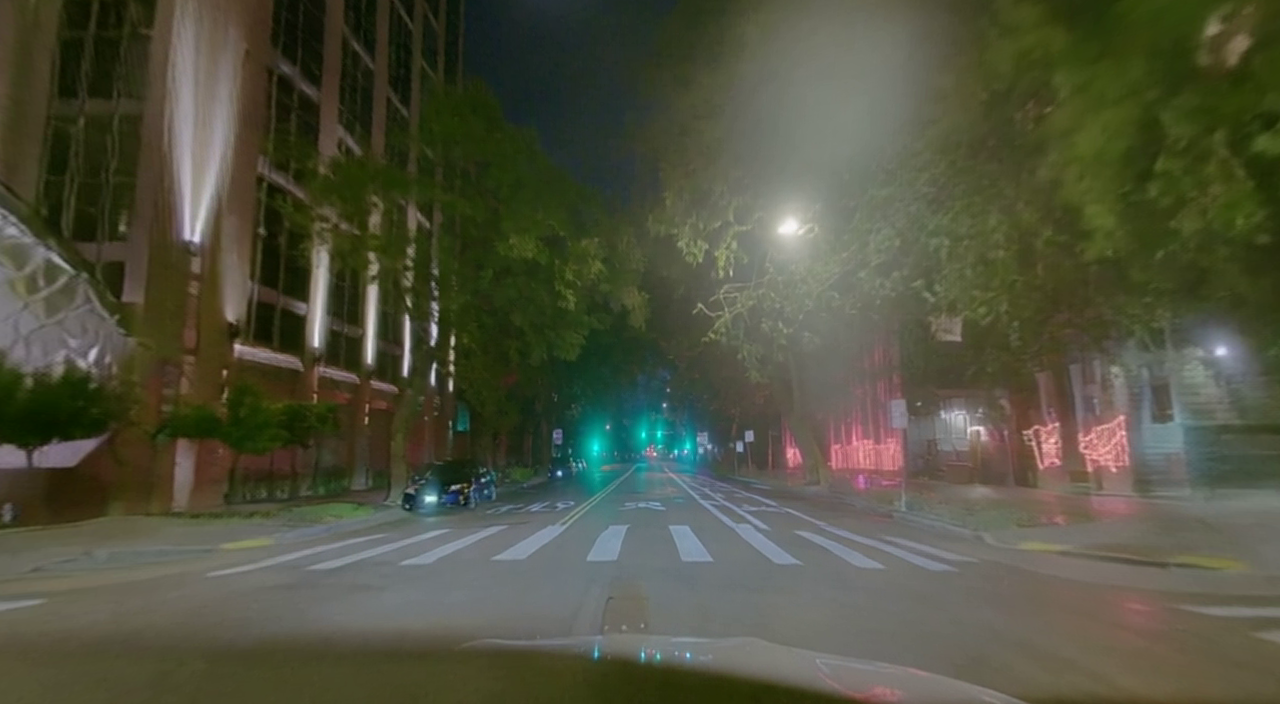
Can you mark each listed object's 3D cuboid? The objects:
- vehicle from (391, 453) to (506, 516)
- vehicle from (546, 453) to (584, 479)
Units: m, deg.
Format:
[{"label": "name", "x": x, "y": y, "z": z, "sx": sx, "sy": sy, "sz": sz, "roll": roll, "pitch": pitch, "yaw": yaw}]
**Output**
[{"label": "vehicle", "x": -5.815, "y": 4.053, "z": 19.860, "sx": 2.223, "sy": 1.658, "sz": 4.621, "roll": 0, "pitch": -8, "yaw": 0}, {"label": "vehicle", "x": -5.467, "y": 8.380, "z": 46.535, "sx": 2.147, "sy": 1.701, "sz": 4.879, "roll": 0, "pitch": -8, "yaw": 1}]
